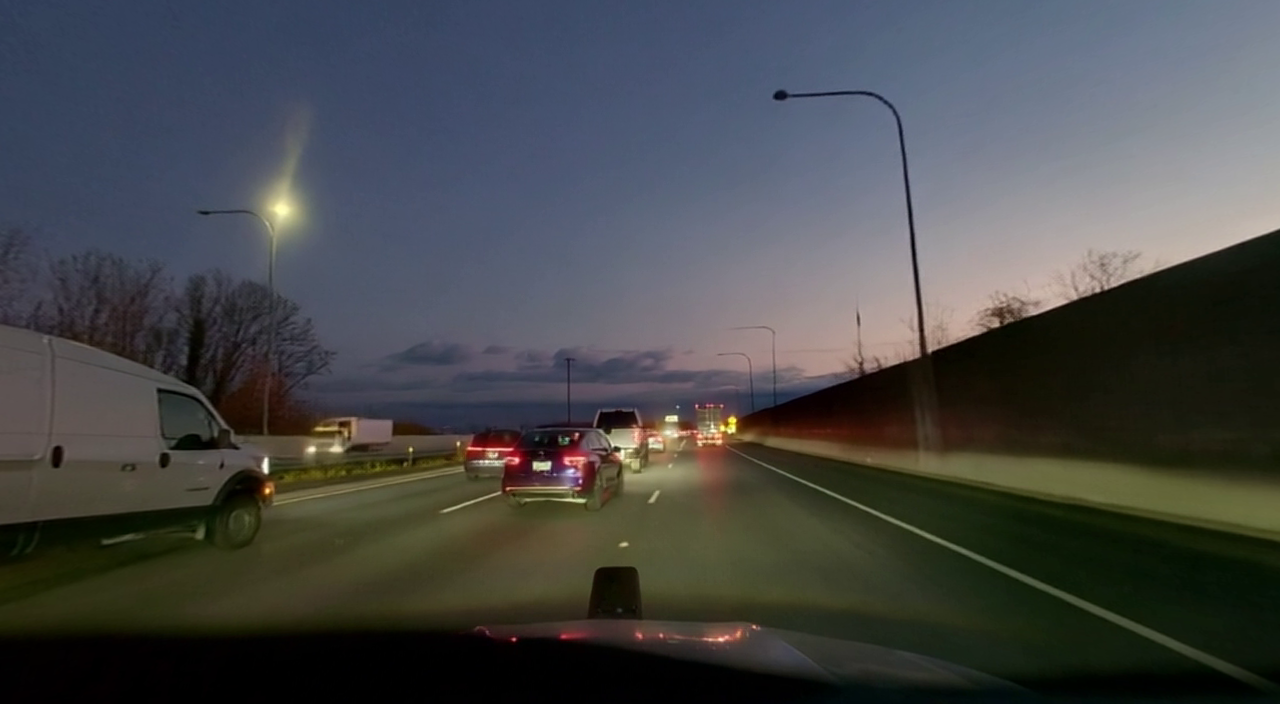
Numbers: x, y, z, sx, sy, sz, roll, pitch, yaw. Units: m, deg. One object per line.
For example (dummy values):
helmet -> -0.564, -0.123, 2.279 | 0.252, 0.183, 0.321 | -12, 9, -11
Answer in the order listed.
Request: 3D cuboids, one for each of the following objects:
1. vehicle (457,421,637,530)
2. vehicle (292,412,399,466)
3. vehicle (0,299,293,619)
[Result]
vehicle -> -1.303, 1.990, 10.825 | 2.089, 1.485, 4.153 | -1, -8, 6
vehicle -> -18.653, 5.593, 40.469 | 2.622, 3.151, 7.753 | -1, -8, 4
vehicle -> -6.072, 0.921, 5.565 | 2.386, 2.435, 5.831 | -1, -8, 3
